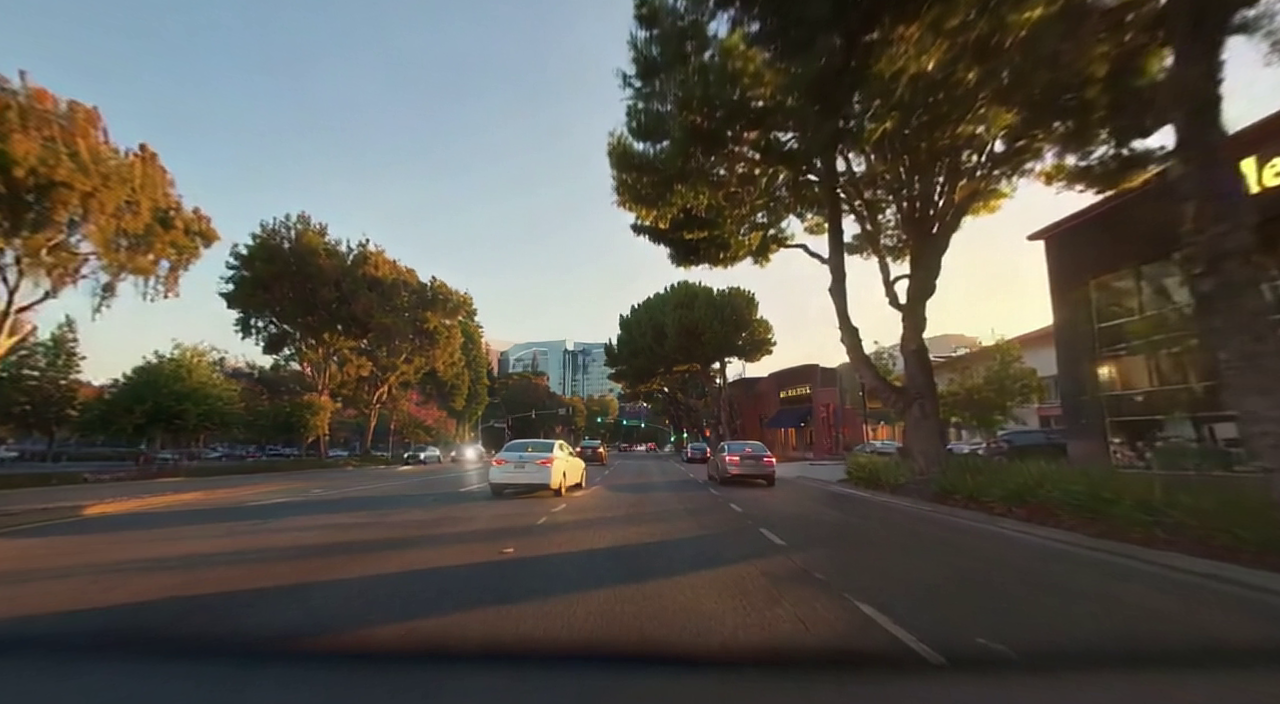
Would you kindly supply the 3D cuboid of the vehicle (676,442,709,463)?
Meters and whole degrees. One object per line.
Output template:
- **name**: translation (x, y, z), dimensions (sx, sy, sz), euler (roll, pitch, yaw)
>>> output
- **vehicle**: translation (3.781, 7.294, 45.950), dimensions (1.913, 1.463, 4.198), euler (0, -8, -1)

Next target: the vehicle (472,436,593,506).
- **vehicle**: translation (-2.404, 2.771, 15.156), dimensions (1.971, 1.433, 3.923), euler (0, -8, 4)

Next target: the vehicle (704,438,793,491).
- **vehicle**: translation (3.277, 3.492, 19.951), dimensions (1.948, 1.474, 4.360), euler (0, -8, -1)
